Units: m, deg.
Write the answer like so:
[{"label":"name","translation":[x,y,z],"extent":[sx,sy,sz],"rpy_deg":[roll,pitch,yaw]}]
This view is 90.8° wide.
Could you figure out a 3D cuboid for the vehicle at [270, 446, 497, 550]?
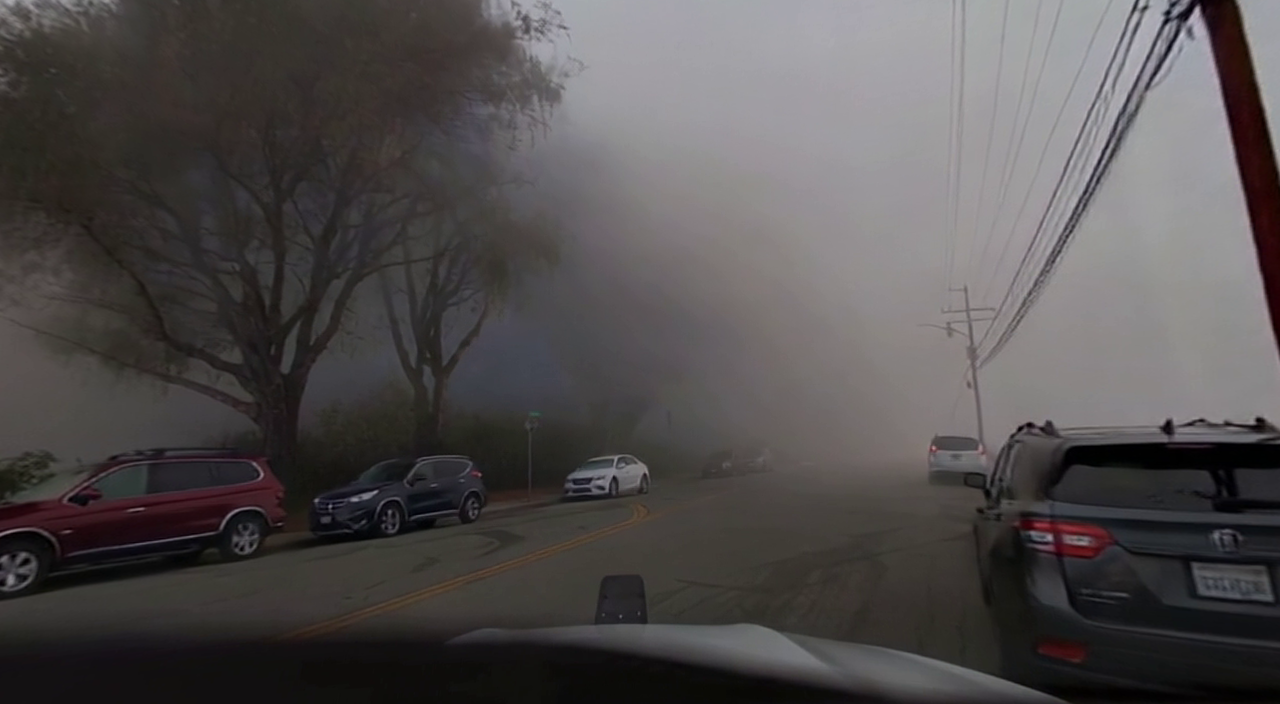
[{"label":"vehicle","translation":[-5.403,3.129,14.054],"extent":[2.068,1.745,4.579],"rpy_deg":[-10,-12,19]}]

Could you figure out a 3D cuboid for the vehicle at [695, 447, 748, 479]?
[{"label":"vehicle","translation":[5.105,6.763,38.931],"extent":[2.011,1.801,4.676],"rpy_deg":[-4,-9,23]}]

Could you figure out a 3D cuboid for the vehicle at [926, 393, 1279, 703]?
[{"label":"vehicle","translation":[3.151,1.225,4.356],"extent":[2.030,1.535,4.683],"rpy_deg":[-4,-9,23]}]

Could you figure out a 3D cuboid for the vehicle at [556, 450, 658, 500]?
[{"label":"vehicle","translation":[-1.180,4.835,24.923],"extent":[2.017,1.582,4.664],"rpy_deg":[-11,-14,22]}]

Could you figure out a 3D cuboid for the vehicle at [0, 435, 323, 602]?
[{"label":"vehicle","translation":[-7.481,2.331,9.214],"extent":[1.973,1.848,5.100],"rpy_deg":[-11,-12,19]}]
